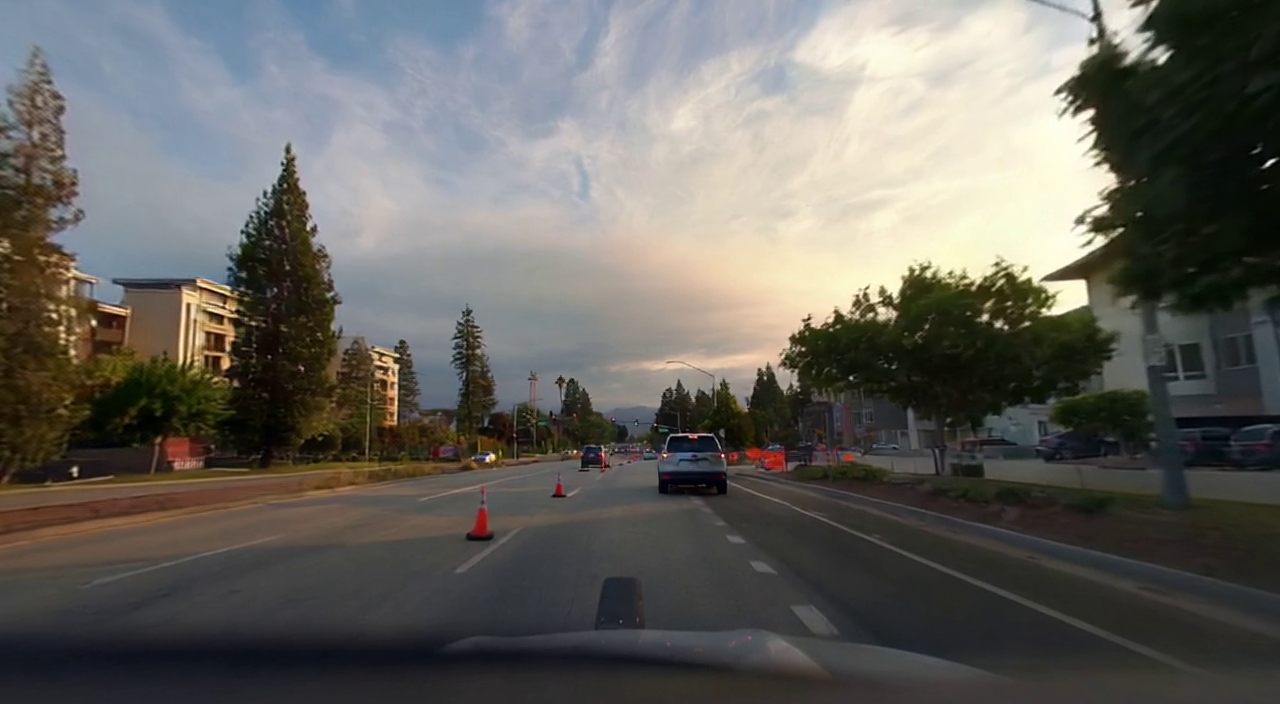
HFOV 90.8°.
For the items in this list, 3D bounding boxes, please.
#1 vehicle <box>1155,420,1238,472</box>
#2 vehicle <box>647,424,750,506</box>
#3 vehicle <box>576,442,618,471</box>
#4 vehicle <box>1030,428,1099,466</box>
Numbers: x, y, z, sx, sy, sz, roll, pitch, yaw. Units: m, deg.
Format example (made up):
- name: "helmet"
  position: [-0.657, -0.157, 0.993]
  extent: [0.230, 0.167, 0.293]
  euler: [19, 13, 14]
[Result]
- name: "vehicle"
  position: [20.396, 3.434, 23.086]
  extent: [1.960, 1.678, 4.435]
  euler: [-8, -11, 43]
- name: "vehicle"
  position: [1.350, 2.884, 16.560]
  extent: [2.197, 1.835, 4.316]
  euler: [0, -8, -1]
- name: "vehicle"
  position: [-2.519, 6.236, 37.919]
  extent: [2.121, 1.654, 3.993]
  euler: [0, -8, 1]
- name: "vehicle"
  position: [20.209, 4.510, 29.990]
  extent: [1.926, 1.680, 4.410]
  euler: [-8, -11, 42]
